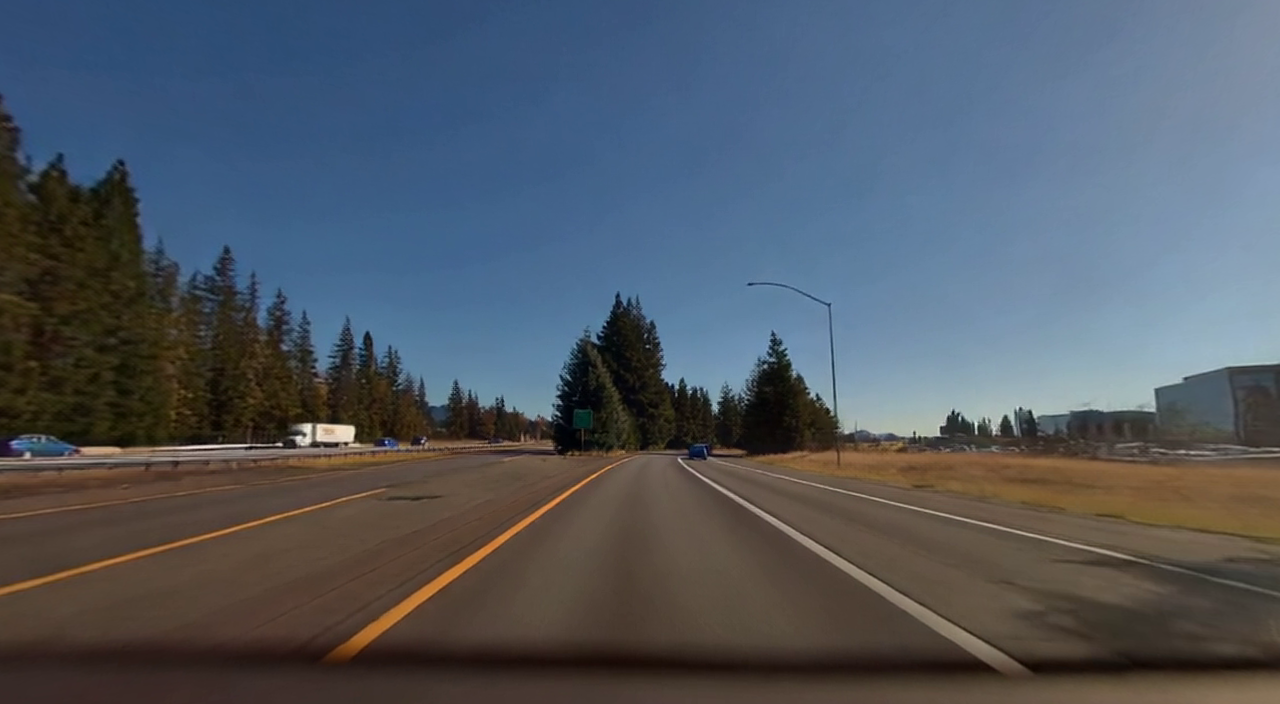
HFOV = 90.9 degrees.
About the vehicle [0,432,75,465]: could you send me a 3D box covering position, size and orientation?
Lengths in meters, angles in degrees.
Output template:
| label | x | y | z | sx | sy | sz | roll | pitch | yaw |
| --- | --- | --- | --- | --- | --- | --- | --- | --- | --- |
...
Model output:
| label | x | y | z | sx | sy | sz | roll | pitch | yaw |
| --- | --- | --- | --- | --- | --- | --- | --- | --- | --- |
| vehicle | -36.465 | 5.644 | 37.003 | 2.168 | 1.824 | 4.932 | 1 | -8 | -3 |
